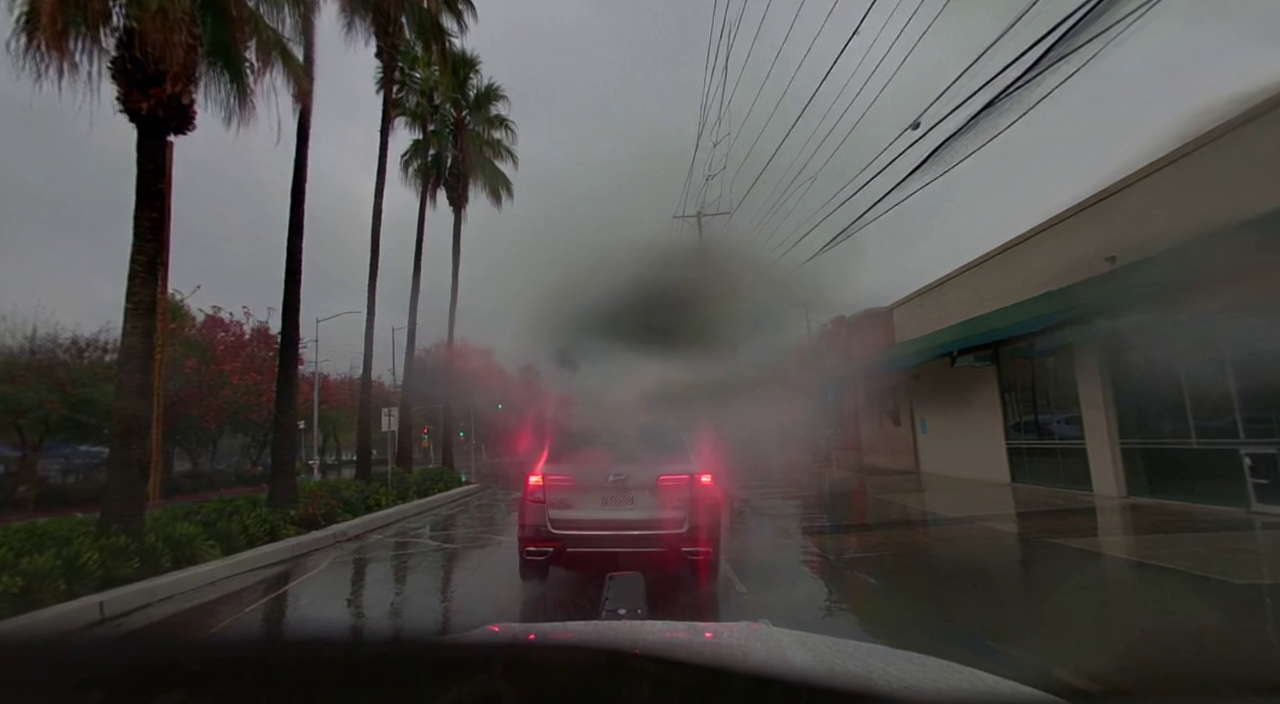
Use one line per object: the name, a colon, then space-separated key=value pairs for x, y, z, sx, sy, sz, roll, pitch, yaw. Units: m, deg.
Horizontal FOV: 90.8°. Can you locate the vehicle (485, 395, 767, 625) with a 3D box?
vehicle: x=-0.190 y=1.449 z=6.682 sx=2.105 sy=1.702 sz=3.750 roll=0 pitch=-8 yaw=-3
